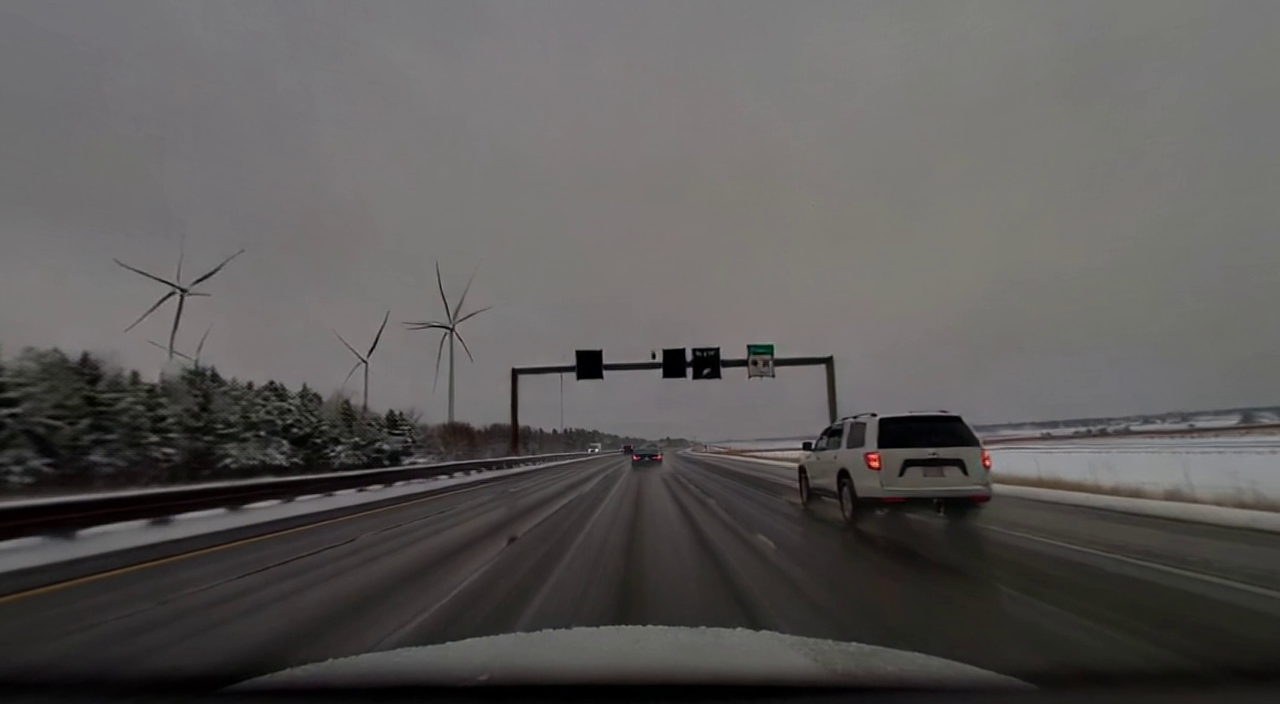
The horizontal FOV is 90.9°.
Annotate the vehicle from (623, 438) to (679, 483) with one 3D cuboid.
[{"bbox_3d":[0.387,4.363,25.471,2.083,1.653,3.787,0,-9,0],"label":"vehicle"}]

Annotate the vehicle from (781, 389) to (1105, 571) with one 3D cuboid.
[{"bbox_3d":[3.689,1.695,9.051,2.104,1.861,4.956,0,-9,-1],"label":"vehicle"}]
